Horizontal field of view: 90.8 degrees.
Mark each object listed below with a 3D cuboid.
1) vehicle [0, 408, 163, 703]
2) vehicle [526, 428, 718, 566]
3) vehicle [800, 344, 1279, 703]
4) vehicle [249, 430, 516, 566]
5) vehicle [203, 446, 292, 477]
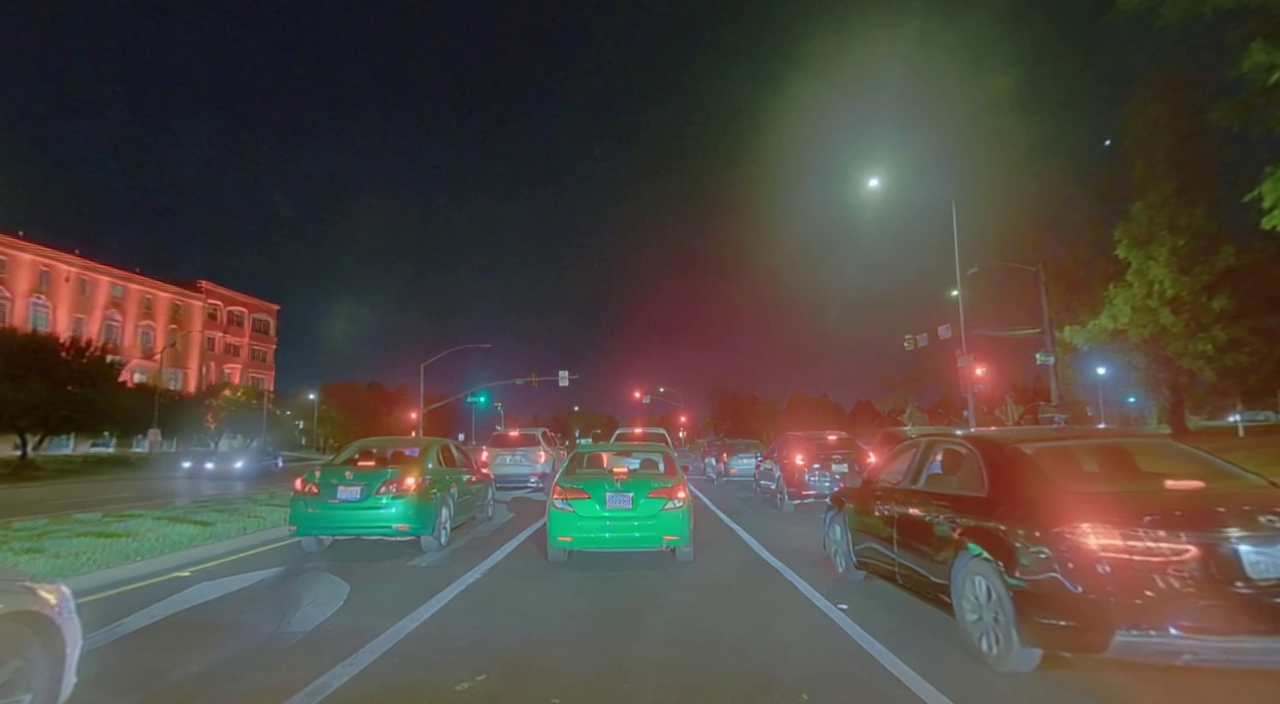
[{"bbox_3d":[-3.359,0.715,0.826,1.863,1.448,4.697,0,-8,-1],"label":"vehicle"},{"bbox_3d":[-0.201,1.838,8.722,2.041,1.450,3.847,0,-8,0],"label":"vehicle"},{"bbox_3d":[3.001,1.151,4.853,2.196,1.676,4.865,0,-8,-1],"label":"vehicle"},{"bbox_3d":[-3.200,1.887,8.947,1.917,1.441,4.128,-1,-8,2],"label":"vehicle"},{"bbox_3d":[-20.311,5.659,32.941,2.075,1.445,4.597,1,-8,-6],"label":"vehicle"}]
